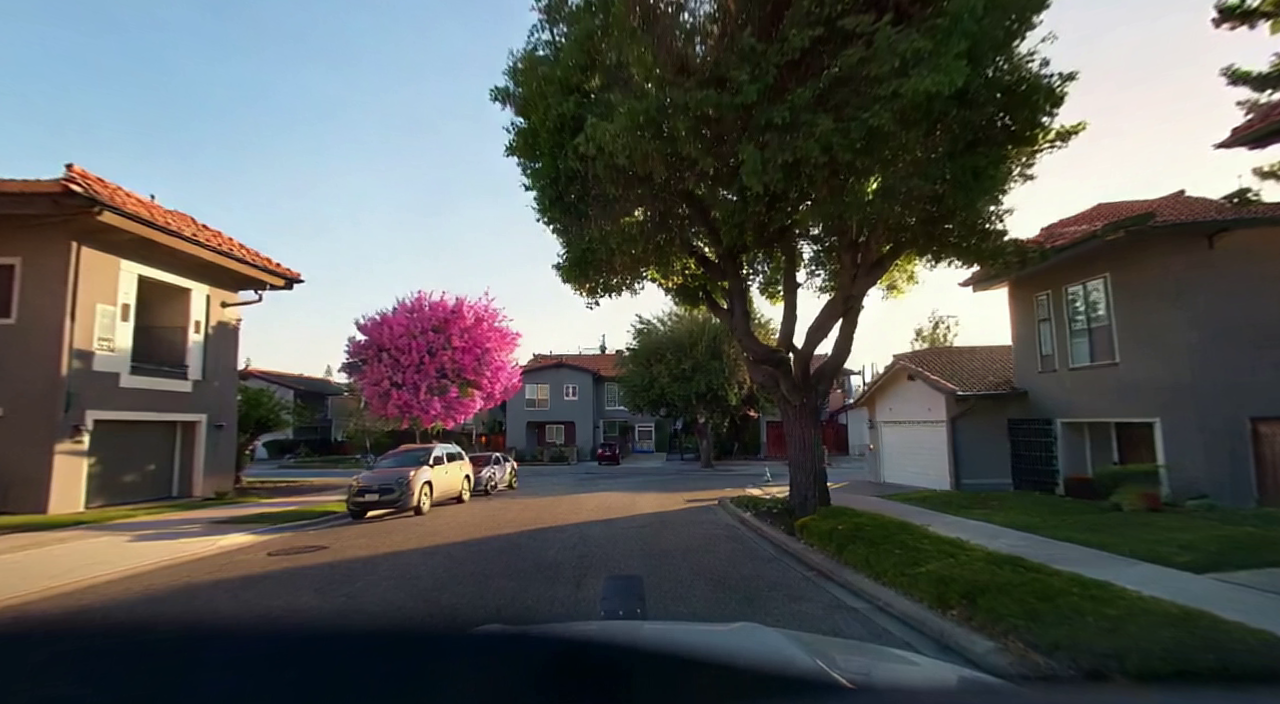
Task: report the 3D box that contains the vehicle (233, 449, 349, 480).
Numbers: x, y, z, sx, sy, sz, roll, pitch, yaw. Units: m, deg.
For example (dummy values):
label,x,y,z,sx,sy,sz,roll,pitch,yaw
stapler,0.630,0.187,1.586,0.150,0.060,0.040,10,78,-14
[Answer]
label,x,y,z,sx,sy,sz,roll,pitch,yaw
vehicle,-17.827,5.739,32.268,4.804,1.487,1.974,-1,-9,4

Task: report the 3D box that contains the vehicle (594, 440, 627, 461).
label,x,y,z,sx,sy,sz,roll,pitch,yaw
vehicle,-2.158,7.467,47.634,1.968,1.491,4.486,-1,-9,4

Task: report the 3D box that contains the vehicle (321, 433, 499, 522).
label,x,y,z,sx,sy,sz,roll,pitch,yaw
vehicle,-5.235,2.907,15.212,2.139,1.783,4.717,-1,-9,6
